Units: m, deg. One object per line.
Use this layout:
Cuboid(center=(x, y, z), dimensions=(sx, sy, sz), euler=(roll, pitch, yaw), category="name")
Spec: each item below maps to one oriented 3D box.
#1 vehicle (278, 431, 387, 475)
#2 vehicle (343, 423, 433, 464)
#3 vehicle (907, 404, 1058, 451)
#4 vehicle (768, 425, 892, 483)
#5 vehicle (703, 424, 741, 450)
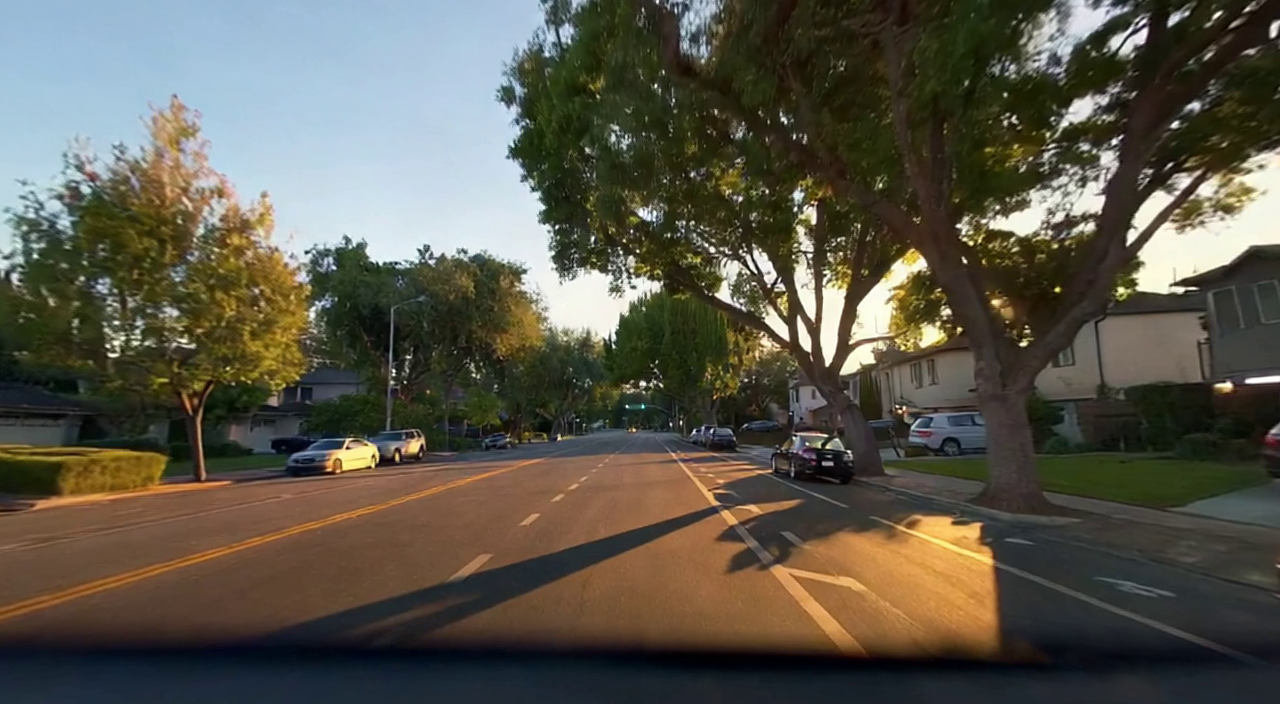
Cuboid(center=(-11.894, 3.882, 24.768), dimensions=(1.940, 1.496, 4.654), euler=(-1, -7, 0), category="vehicle")
Cuboid(center=(-11.853, 4.393, 30.087), dimensions=(2.228, 1.766, 4.770), euler=(1, -9, 1), category="vehicle")
Cuboid(center=(13.898, 3.106, 25.795), dimensions=(4.940, 1.764, 1.977), euler=(-1, -8, 1), category="vehicle")
Cuboid(center=(5.192, 2.855, 17.875), dimensions=(2.059, 1.449, 4.168), euler=(0, -8, -2), category="vehicle")
Cuboid(center=(5.338, 5.628, 41.819), dimensions=(1.885, 1.603, 5.235), euler=(0, -7, 1), category="vehicle")
